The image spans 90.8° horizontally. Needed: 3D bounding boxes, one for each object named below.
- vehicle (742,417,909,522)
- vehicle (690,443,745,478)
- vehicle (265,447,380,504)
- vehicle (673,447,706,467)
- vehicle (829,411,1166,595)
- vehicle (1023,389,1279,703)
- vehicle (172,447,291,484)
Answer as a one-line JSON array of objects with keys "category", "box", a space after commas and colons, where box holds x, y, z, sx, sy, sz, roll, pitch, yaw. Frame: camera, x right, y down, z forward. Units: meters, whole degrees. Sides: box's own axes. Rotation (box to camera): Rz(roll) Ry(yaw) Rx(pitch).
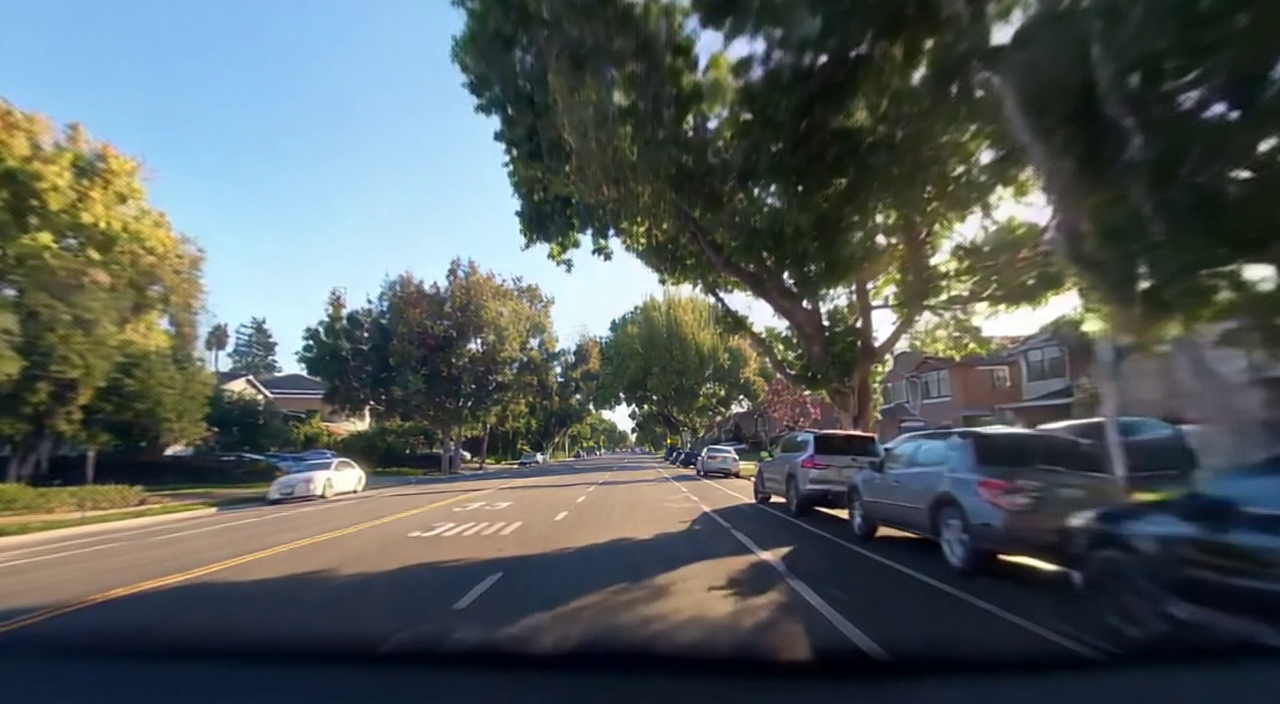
[{"category": "vehicle", "box": [3.842, 2.558, 14.191, 2.120, 1.916, 4.836, 0, -9, -2]}, {"category": "vehicle", "box": [3.884, 5.533, 32.424, 1.999, 1.615, 4.513, 0, -9, -3]}, {"category": "vehicle", "box": [-10.993, 4.302, 22.272, 1.964, 1.667, 4.217, -3, -10, -1]}, {"category": "vehicle", "box": [3.819, 8.267, 49.971, 1.997, 1.510, 4.555, 0, -9, -3]}, {"category": "vehicle", "box": [3.955, 1.719, 7.922, 1.834, 1.706, 3.829, 0, -9, -2]}, {"category": "vehicle", "box": [4.070, 0.967, 2.735, 2.007, 1.657, 4.362, 0, -9, -1]}, {"category": "vehicle", "box": [-20.030, 5.586, 31.147, 4.359, 1.727, 2.029, 0, -9, -2]}]
